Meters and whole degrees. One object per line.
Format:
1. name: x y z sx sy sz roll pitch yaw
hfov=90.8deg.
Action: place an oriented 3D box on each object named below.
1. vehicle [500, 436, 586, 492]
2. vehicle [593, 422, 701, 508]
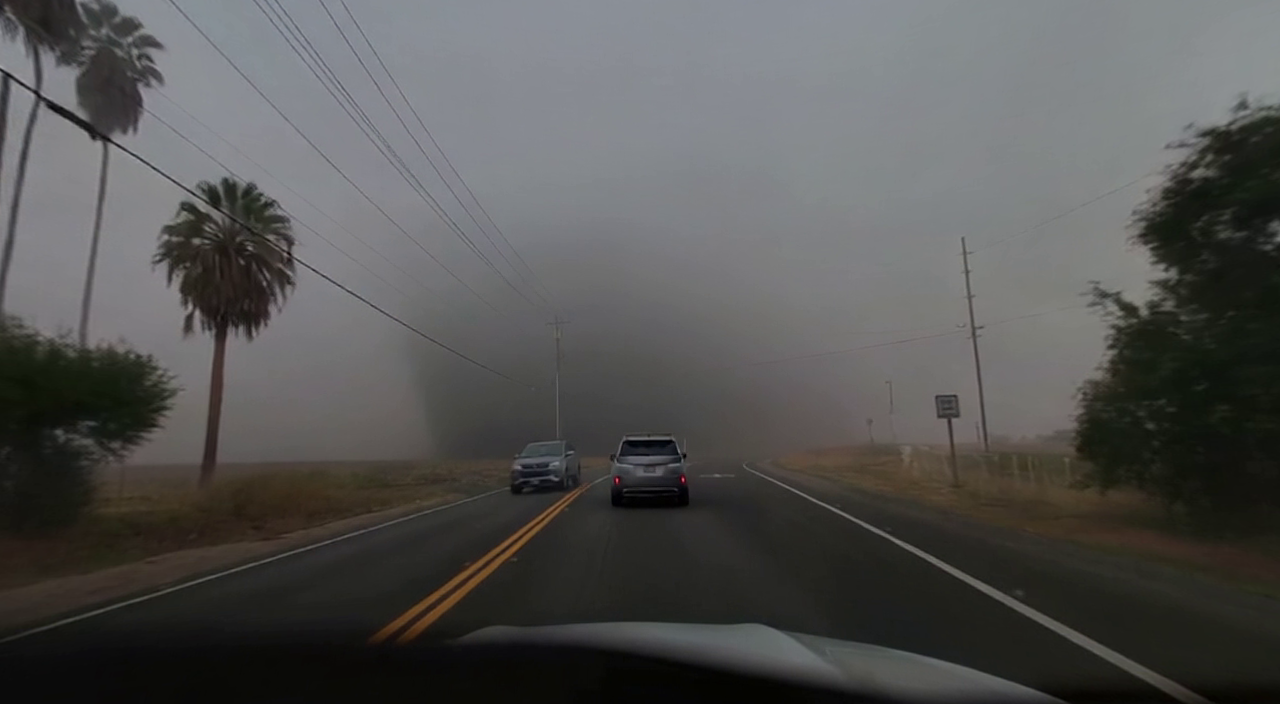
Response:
1. vehicle: -3.578 4.297 24.671 2.237 1.878 5.739 0 -9 2
2. vehicle: 0.135 2.811 16.098 2.364 1.859 4.538 0 -9 0
